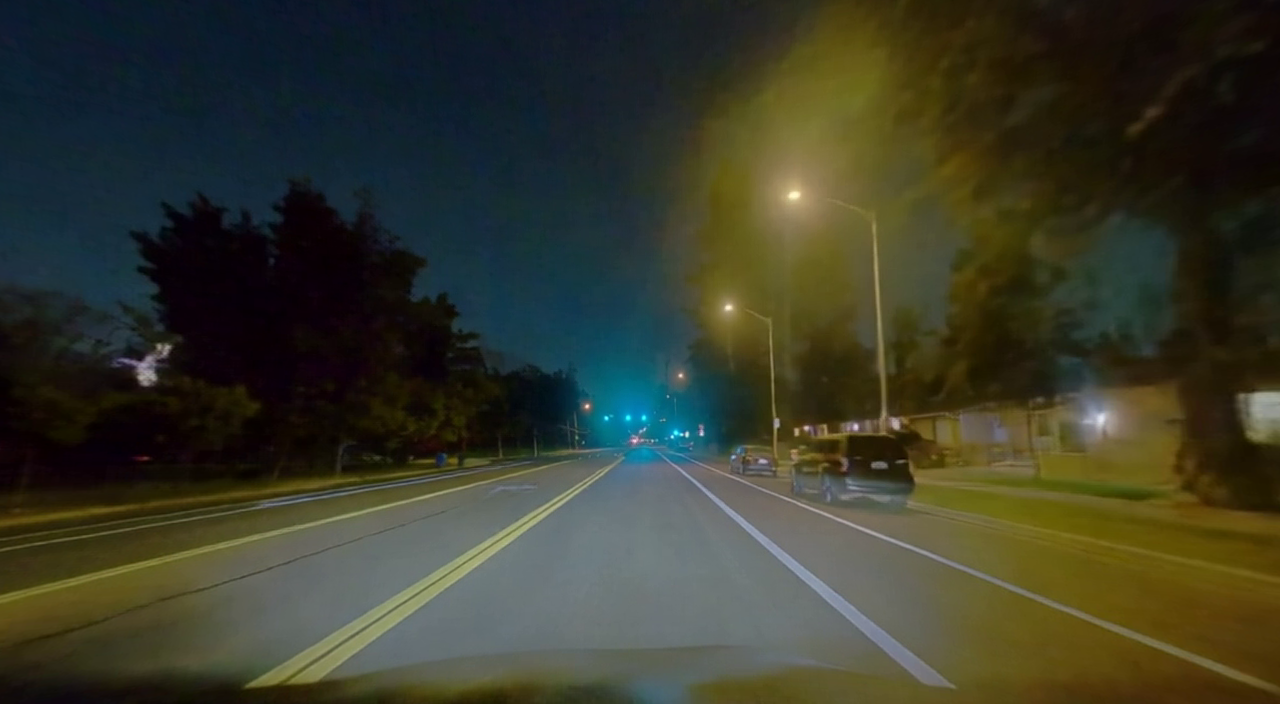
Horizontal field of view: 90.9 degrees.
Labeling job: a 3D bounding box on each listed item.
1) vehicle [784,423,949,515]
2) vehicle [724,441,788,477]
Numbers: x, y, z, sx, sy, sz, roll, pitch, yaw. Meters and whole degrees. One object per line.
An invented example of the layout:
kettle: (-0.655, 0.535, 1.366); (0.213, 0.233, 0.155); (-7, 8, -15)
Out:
vehicle: (4.915, 2.605, 14.526); (2.069, 1.743, 4.595); (0, -8, 0)
vehicle: (5.131, 4.815, 28.633); (1.995, 1.472, 4.884); (0, -8, 0)
